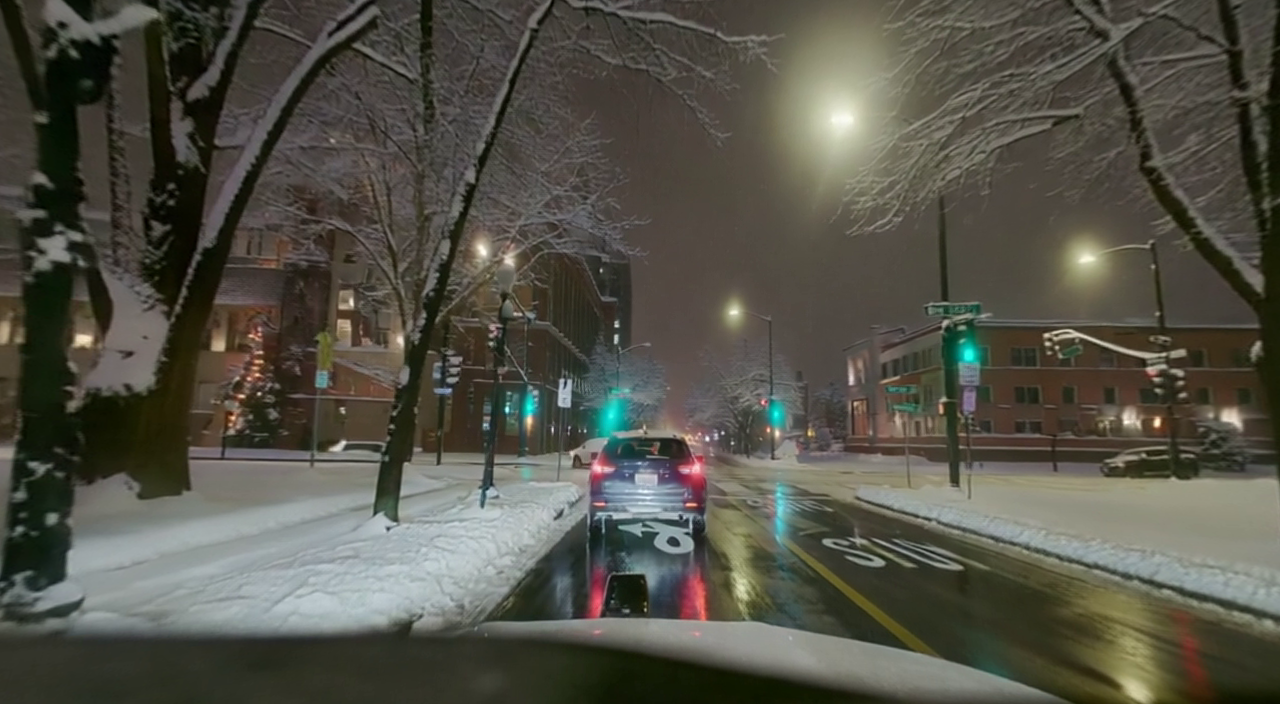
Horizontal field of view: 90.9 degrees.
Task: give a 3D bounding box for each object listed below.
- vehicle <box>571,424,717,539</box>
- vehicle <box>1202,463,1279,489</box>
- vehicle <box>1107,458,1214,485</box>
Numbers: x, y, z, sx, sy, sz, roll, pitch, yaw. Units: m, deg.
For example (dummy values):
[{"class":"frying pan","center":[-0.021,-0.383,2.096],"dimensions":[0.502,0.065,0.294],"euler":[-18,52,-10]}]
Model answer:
[{"class":"vehicle","center":[0.106,2.133,10.951],"dimensions":[2.079,1.621,3.861],"euler":[-1,-8,2]},{"class":"vehicle","center":[36.192,7.248,37.046],"dimensions":[4.457,1.409,1.873],"euler":[0,-8,1]},{"class":"vehicle","center":[30.453,7.000,36.963],"dimensions":[4.668,1.441,1.904],"euler":[0,-8,-4]}]
